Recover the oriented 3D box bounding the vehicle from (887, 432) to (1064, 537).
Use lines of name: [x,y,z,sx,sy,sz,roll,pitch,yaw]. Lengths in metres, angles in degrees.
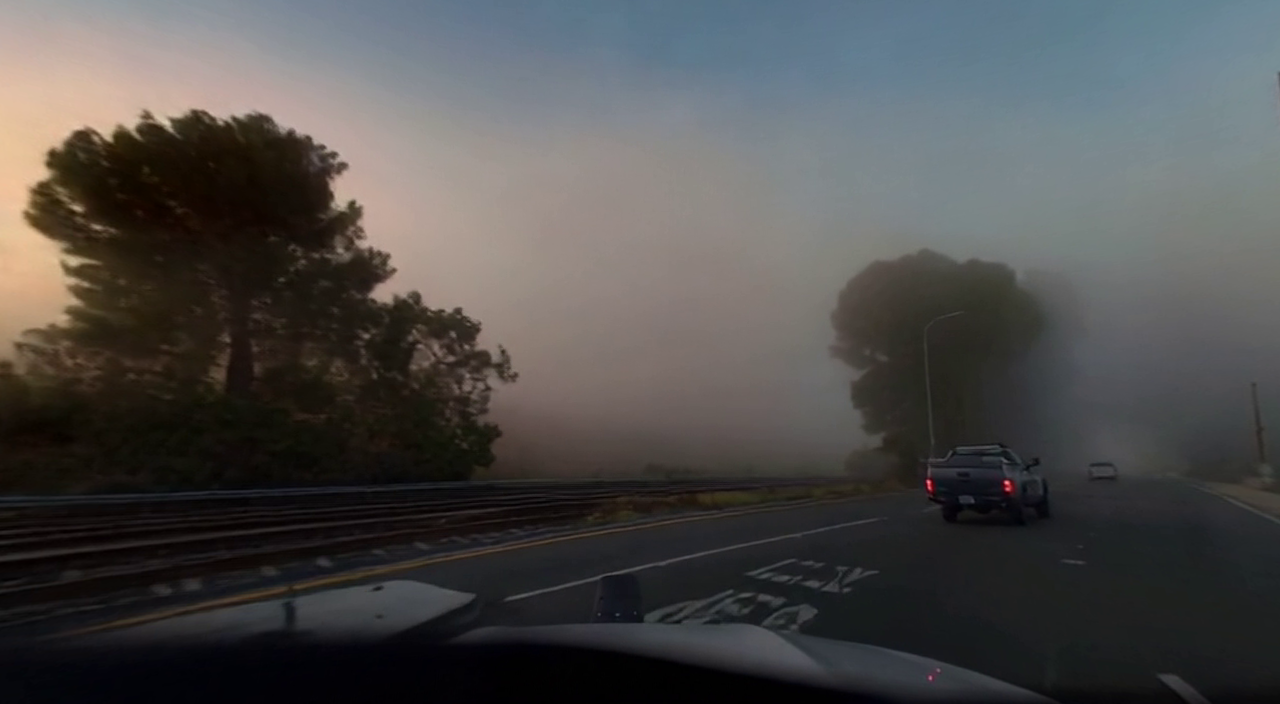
vehicle: [7.866,2.890,14.521,2.404,1.926,5.251,-8,-12,39]
